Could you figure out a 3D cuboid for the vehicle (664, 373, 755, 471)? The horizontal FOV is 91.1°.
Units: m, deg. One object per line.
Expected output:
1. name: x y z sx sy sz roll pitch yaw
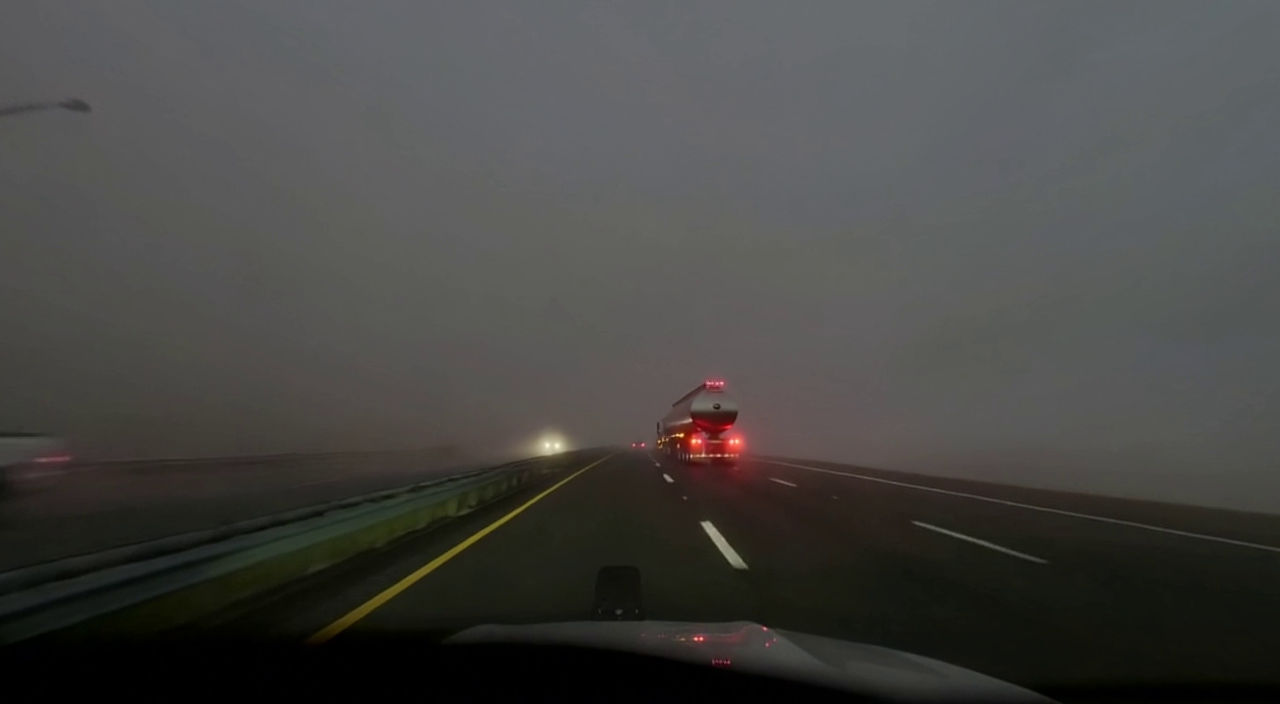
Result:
1. vehicle: 2.887 3.443 30.001 2.946 3.745 11.516 0 -7 -1
